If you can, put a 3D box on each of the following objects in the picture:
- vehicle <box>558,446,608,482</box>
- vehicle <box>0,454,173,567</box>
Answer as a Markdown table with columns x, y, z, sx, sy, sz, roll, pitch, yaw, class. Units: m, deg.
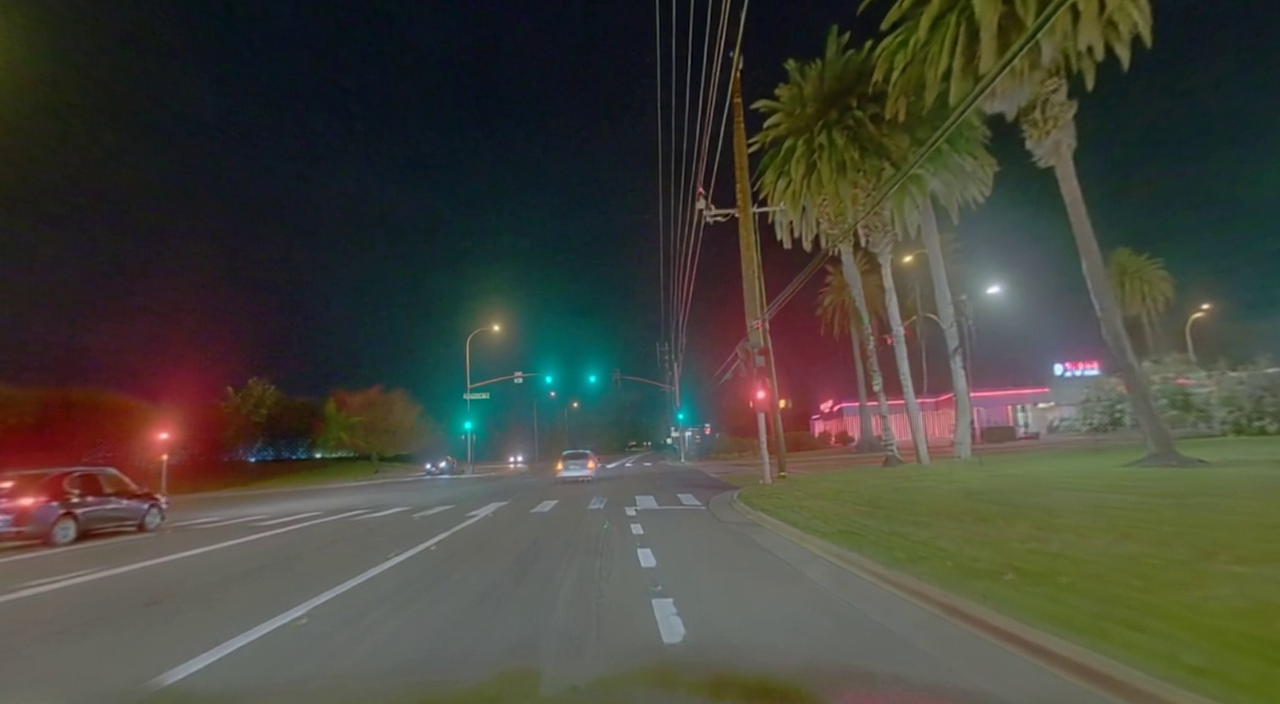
| x | y | z | sx | sy | sz | roll | pitch | yaw | class |
| --- | --- | --- | --- | --- | --- | --- | --- | --- | --- |
| -2.515 | 5.022 | 28.746 | 2.063 | 1.474 | 4.334 | 0 | -8 | -2 | vehicle |
| -11.721 | 2.892 | 12.071 | 2.050 | 1.811 | 4.752 | 0 | -8 | -2 | vehicle |
